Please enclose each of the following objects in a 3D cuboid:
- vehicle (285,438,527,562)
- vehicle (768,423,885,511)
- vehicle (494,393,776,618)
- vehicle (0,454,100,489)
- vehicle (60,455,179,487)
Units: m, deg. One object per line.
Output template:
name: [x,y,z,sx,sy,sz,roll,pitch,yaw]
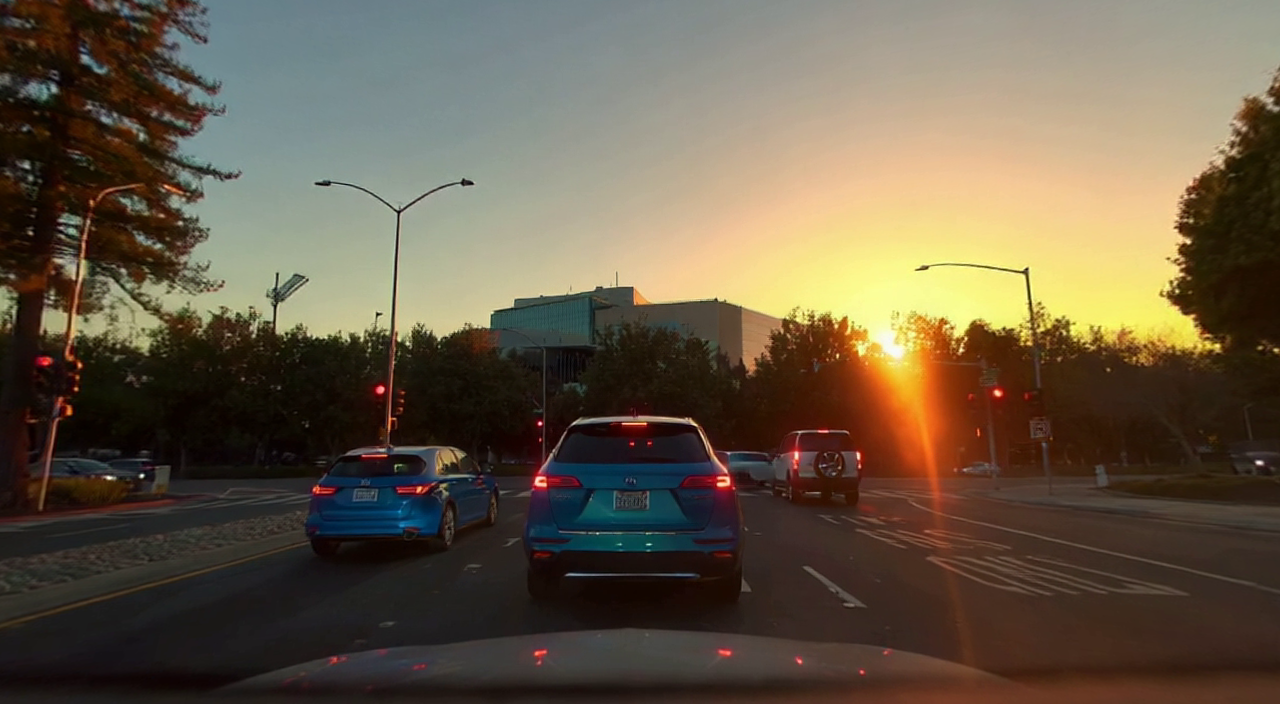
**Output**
vehicle: [-3.199,2.092,9.766,1.913,1.453,4.413,0,-8,2]
vehicle: [4.804,3.002,16.932,2.084,2.053,4.073,-1,-8,4]
vehicle: [-0.036,1.524,7.180,2.203,1.757,4.286,0,-8,0]
vehicle: [-27.058,5.278,27.956,4.198,1.444,1.765,2,-9,-15]
vehicle: [-25.985,5.948,31.601,4.140,1.444,1.742,2,-9,-15]
